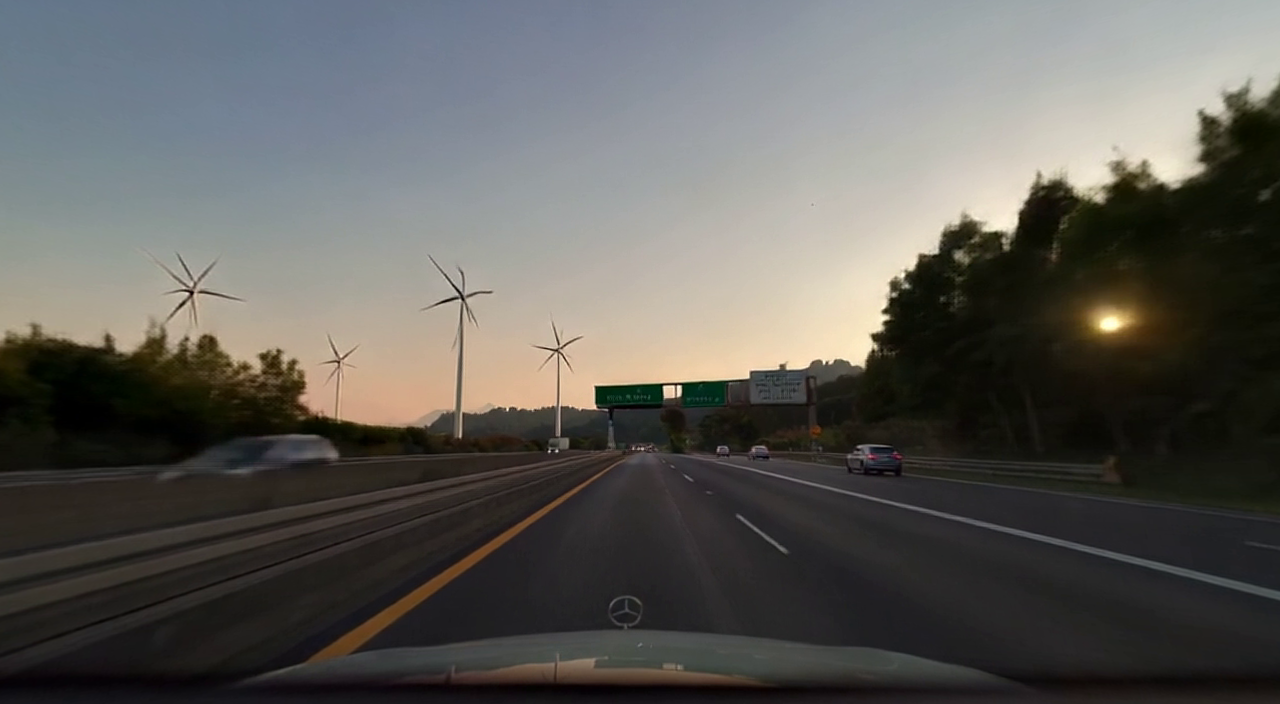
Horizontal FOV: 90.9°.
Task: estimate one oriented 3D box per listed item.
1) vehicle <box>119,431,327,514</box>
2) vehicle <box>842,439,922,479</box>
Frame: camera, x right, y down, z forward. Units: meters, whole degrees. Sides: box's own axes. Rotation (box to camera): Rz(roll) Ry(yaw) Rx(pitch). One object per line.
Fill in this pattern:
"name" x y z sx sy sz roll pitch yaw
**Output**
"vehicle" -9.519 2.775 14.938 1.848 1.641 4.321 0 -9 1
"vehicle" 11.092 4.936 29.297 1.897 1.669 4.825 0 -9 2
